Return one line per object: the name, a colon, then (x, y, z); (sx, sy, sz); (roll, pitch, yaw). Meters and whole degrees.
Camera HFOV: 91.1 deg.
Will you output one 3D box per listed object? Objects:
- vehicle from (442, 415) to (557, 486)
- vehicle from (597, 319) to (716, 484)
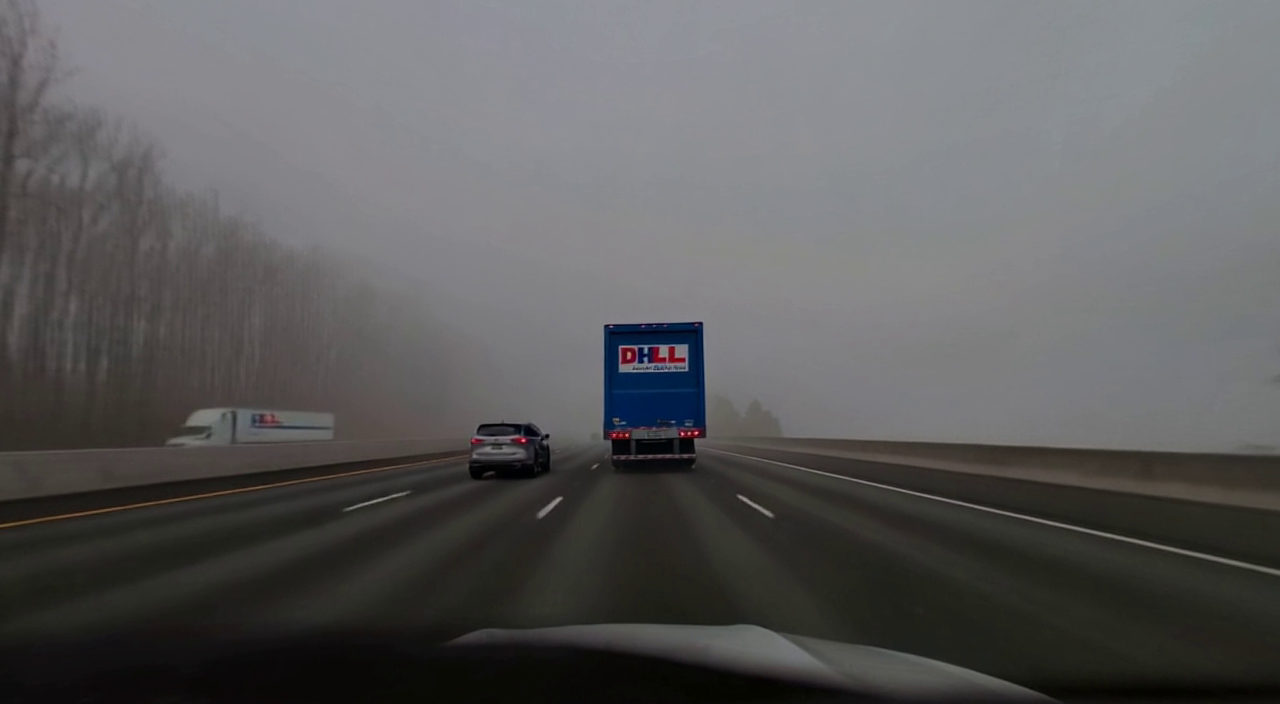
vehicle: (-3.949, 2.867, 18.738); (2.394, 1.787, 5.186); (0, -8, -2)
vehicle: (0.271, 1.823, 20.479); (3.011, 4.211, 8.926); (0, -8, -2)
